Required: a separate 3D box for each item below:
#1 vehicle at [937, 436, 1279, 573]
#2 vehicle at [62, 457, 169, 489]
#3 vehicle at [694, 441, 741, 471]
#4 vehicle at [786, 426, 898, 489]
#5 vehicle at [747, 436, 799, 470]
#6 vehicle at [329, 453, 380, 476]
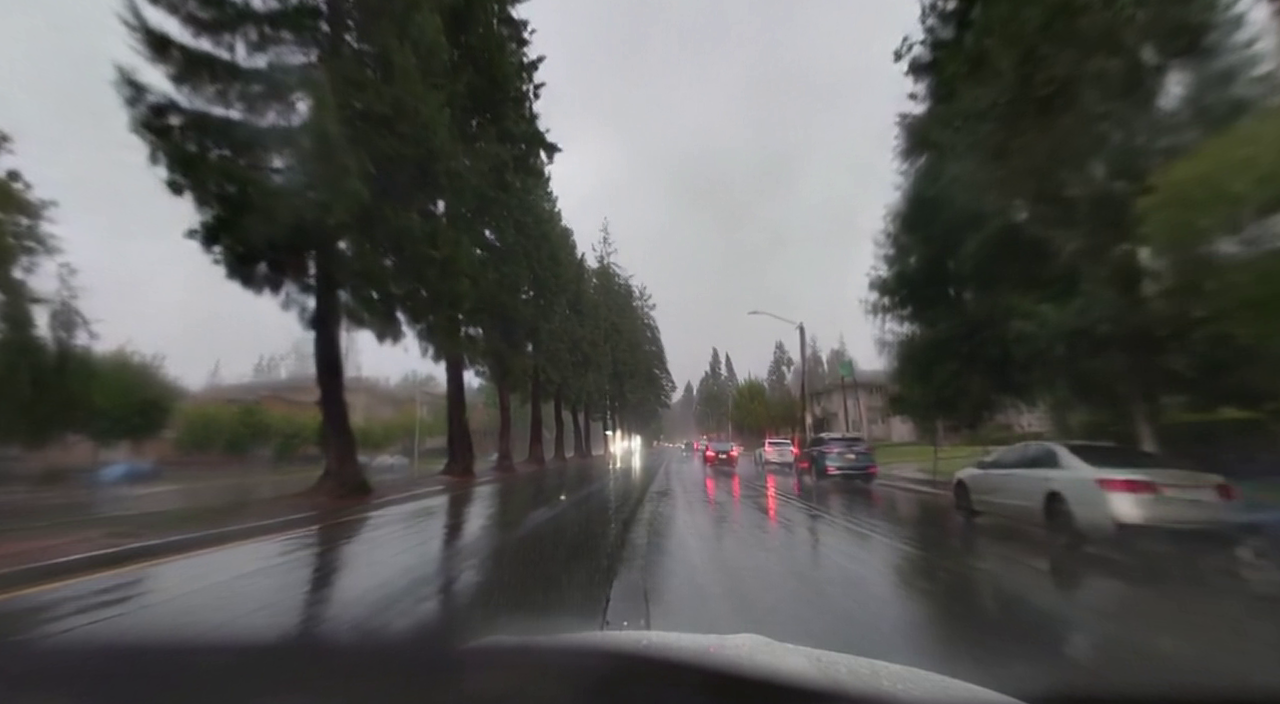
[{"bbox_3d":[6.559,2.054,9.475,1.943,1.496,4.893,0,-8,2],"label":"vehicle"},{"bbox_3d":[-30.626,7.009,36.894,4.598,1.661,1.958,7,-11,-41],"label":"vehicle"},{"bbox_3d":[4.146,5.606,34.293,2.128,1.502,4.572,0,-8,2],"label":"vehicle"},{"bbox_3d":[7.015,3.748,22.705,2.213,1.949,5.907,0,-8,2],"label":"vehicle"},{"bbox_3d":[7.722,5.915,37.036,2.092,1.849,5.068,0,-8,2],"label":"vehicle"},{"bbox_3d":[-21.140,8.335,46.845,1.780,1.573,3.881,-1,-8,3],"label":"vehicle"}]
